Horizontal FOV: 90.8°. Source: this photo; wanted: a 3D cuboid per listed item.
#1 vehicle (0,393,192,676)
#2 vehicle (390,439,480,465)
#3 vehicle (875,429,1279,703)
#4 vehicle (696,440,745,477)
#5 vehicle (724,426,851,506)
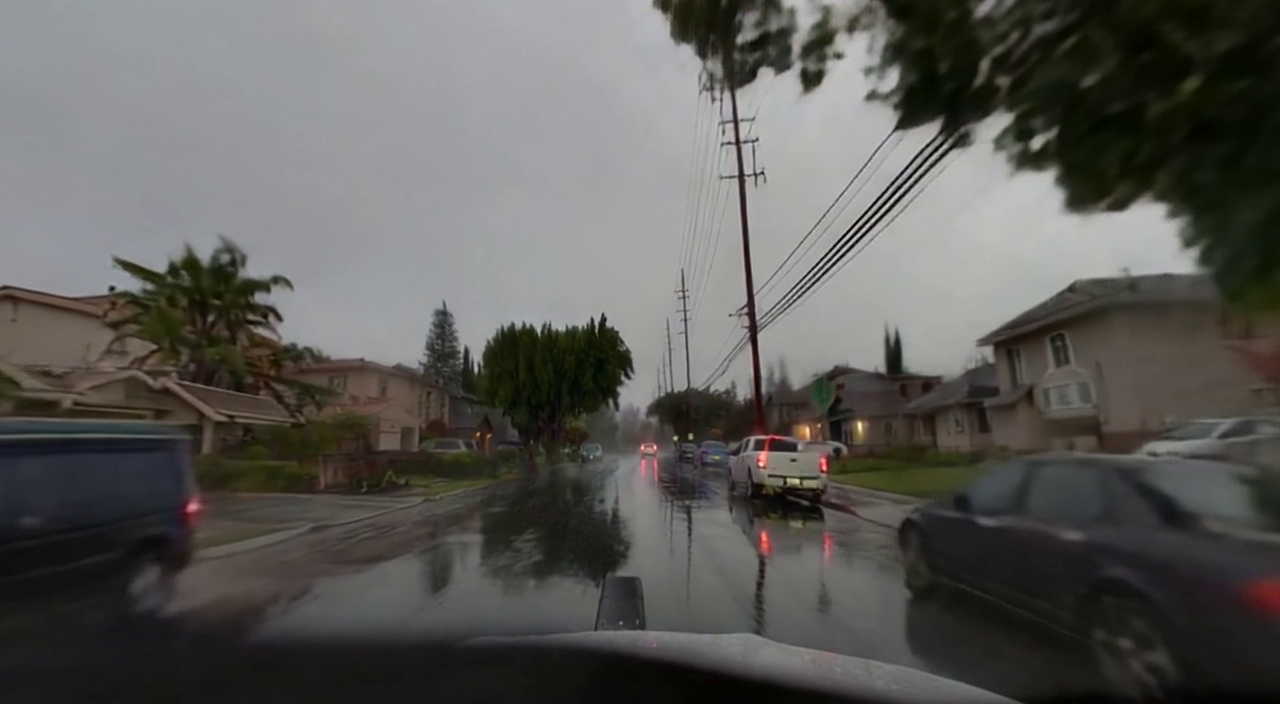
[{"bbox_3d":[-5.031,1.065,3.409,2.103,1.731,4.197,-1,-9,0],"label":"vehicle"},{"bbox_3d":[-12.492,6.120,38.772,4.792,1.521,2.077,-1,-9,1],"label":"vehicle"},{"bbox_3d":[3.512,1.315,4.234,2.008,1.482,4.891,0,-9,0],"label":"vehicle"},{"bbox_3d":[4.035,5.433,32.465,2.066,1.753,4.877,-1,-9,2],"label":"vehicle"},{"bbox_3d":[3.764,3.043,17.215,2.280,1.820,5.001,0,-9,0],"label":"vehicle"}]
